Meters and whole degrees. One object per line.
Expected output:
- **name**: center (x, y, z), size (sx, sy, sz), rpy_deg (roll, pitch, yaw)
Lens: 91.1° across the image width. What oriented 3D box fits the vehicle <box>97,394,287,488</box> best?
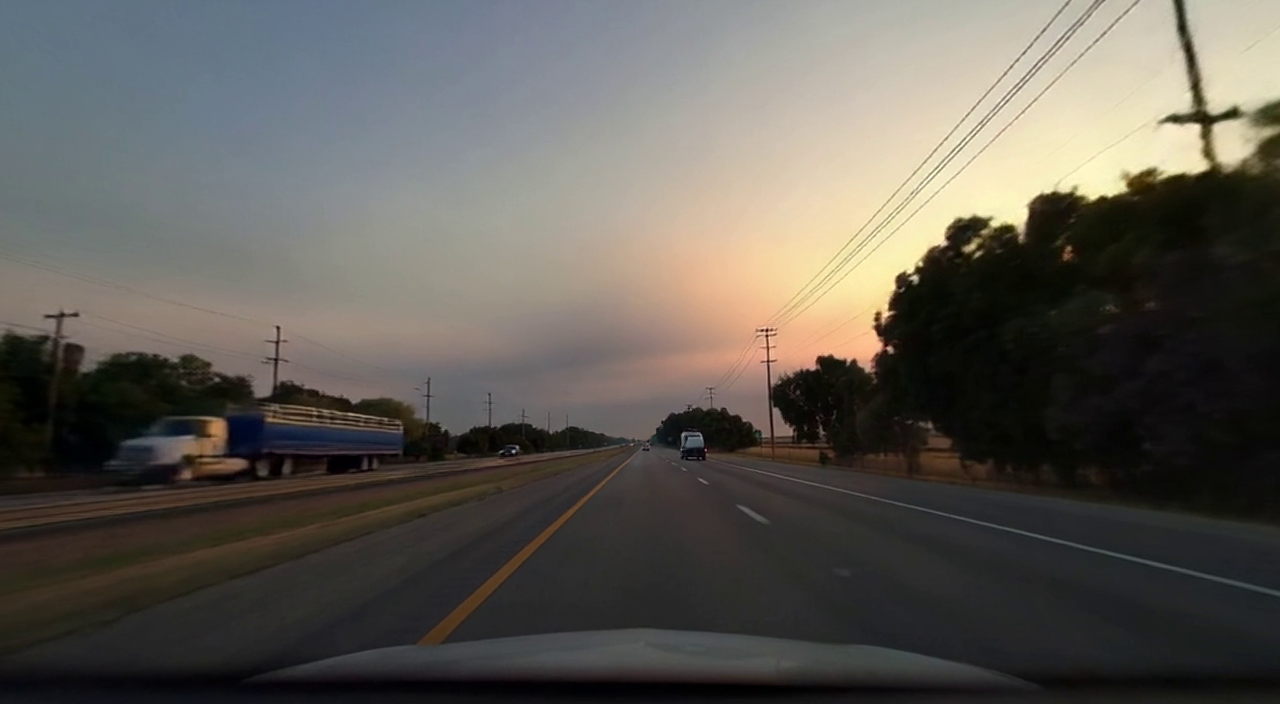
- **vehicle**: center (-21.600, 4.434, 31.193), size (3.064, 3.969, 8.359), rpy_deg (0, -8, 1)
